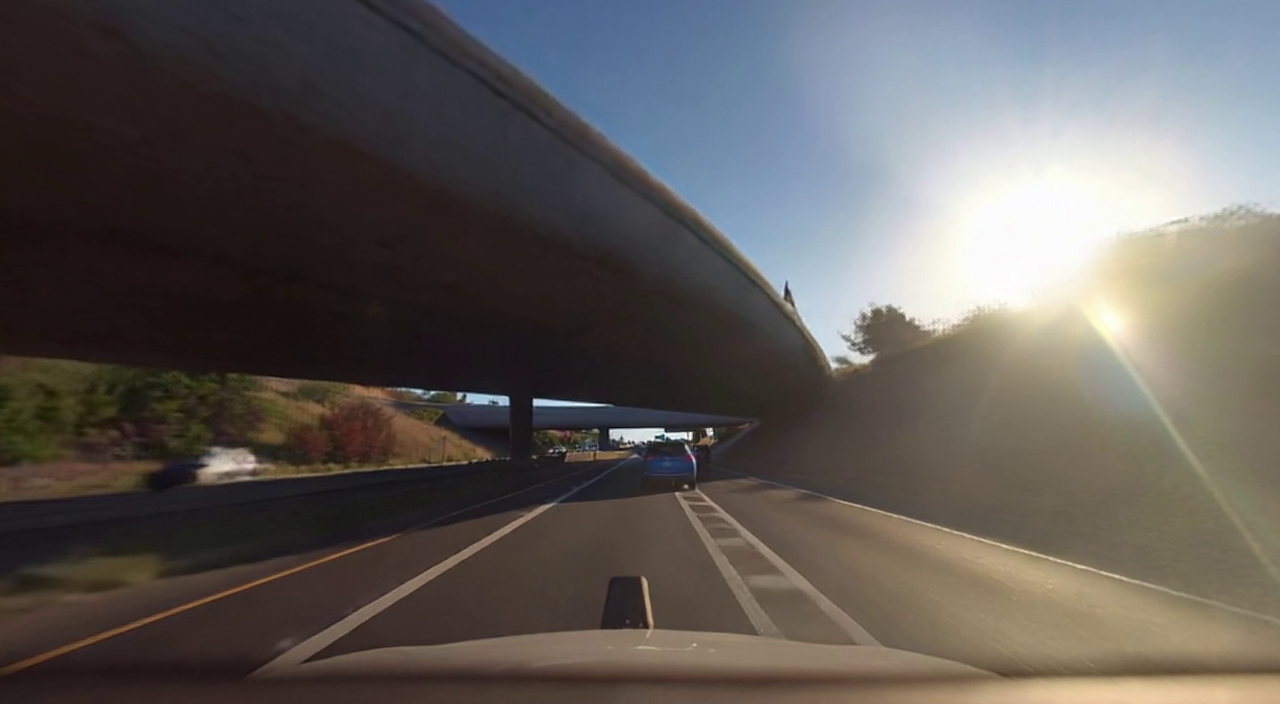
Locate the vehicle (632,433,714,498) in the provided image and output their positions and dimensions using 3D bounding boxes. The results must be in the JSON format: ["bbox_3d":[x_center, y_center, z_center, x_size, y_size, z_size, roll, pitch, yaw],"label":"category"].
[{"bbox_3d":[0.935,3.325,18.874,2.143,1.693,4.513,-1,-9,2],"label":"vehicle"}]

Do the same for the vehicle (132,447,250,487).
[{"bbox_3d":[-21.672,5.533,30.767,2.004,1.711,5.014,-1,-9,1],"label":"vehicle"}]
